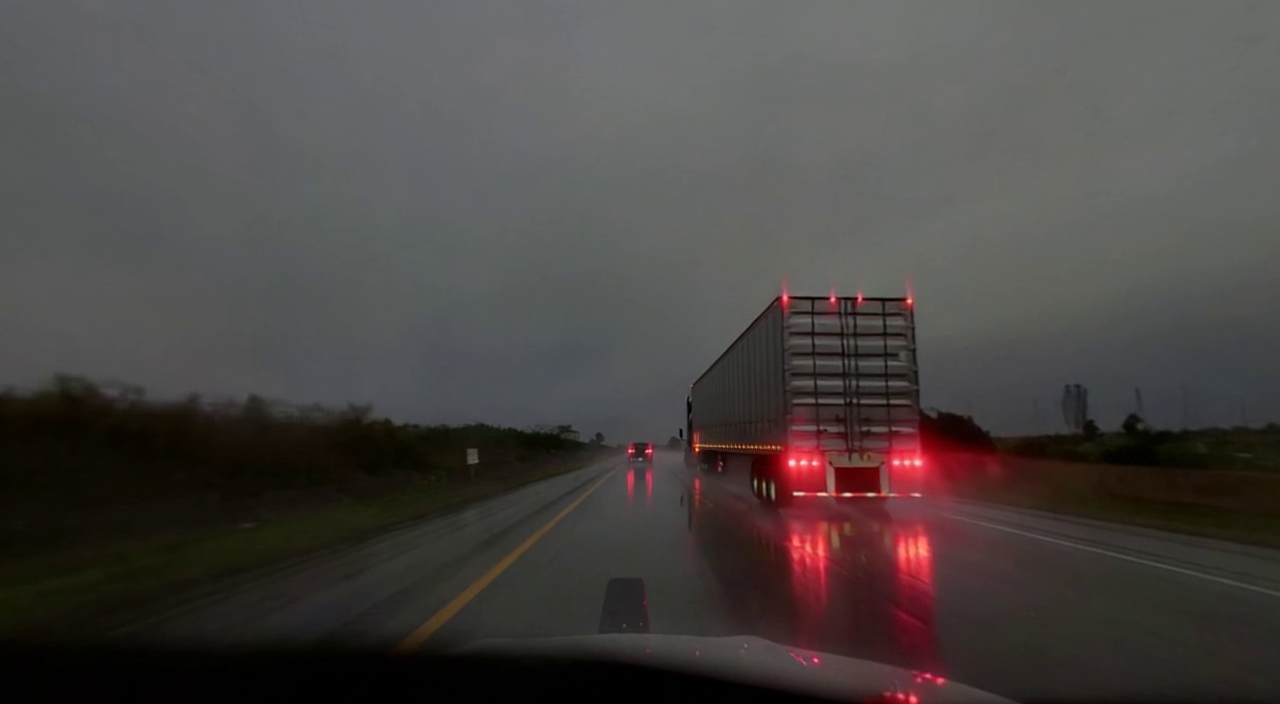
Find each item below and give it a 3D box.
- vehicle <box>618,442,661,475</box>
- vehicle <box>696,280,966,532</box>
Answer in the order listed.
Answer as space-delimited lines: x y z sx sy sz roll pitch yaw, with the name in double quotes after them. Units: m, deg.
-0.018 5.240 31.215 1.968 1.515 4.025 0 -9 0 "vehicle"
3.801 2.012 18.353 2.929 4.158 15.921 0 -9 0 "vehicle"
